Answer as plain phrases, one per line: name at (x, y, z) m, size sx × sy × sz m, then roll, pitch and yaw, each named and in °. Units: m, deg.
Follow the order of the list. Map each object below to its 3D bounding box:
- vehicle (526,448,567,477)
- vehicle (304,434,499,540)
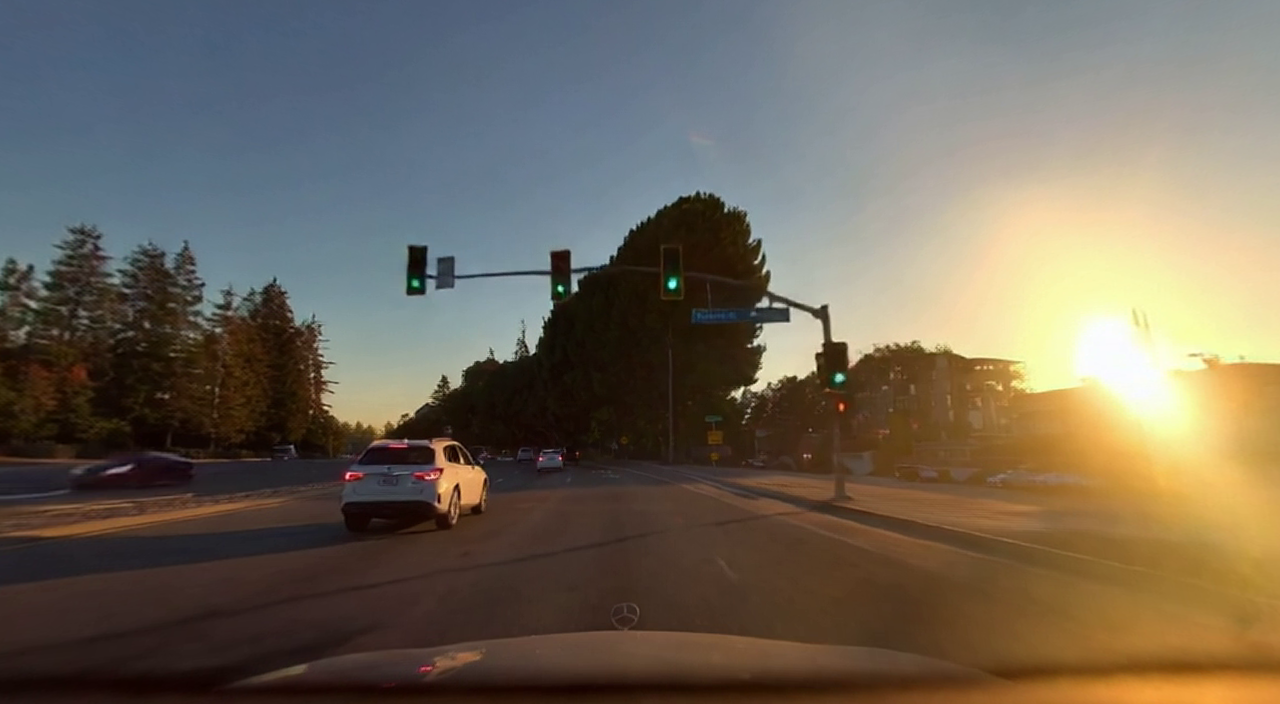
vehicle at (-5.159, 6.149, 35.276) m, size 1.904 × 1.476 × 3.736 m, roll 0°, pitch -8°, yaw -4°
vehicle at (-4.234, 2.443, 12.207) m, size 2.098 × 1.613 × 4.606 m, roll 0°, pitch -8°, yaw -2°
